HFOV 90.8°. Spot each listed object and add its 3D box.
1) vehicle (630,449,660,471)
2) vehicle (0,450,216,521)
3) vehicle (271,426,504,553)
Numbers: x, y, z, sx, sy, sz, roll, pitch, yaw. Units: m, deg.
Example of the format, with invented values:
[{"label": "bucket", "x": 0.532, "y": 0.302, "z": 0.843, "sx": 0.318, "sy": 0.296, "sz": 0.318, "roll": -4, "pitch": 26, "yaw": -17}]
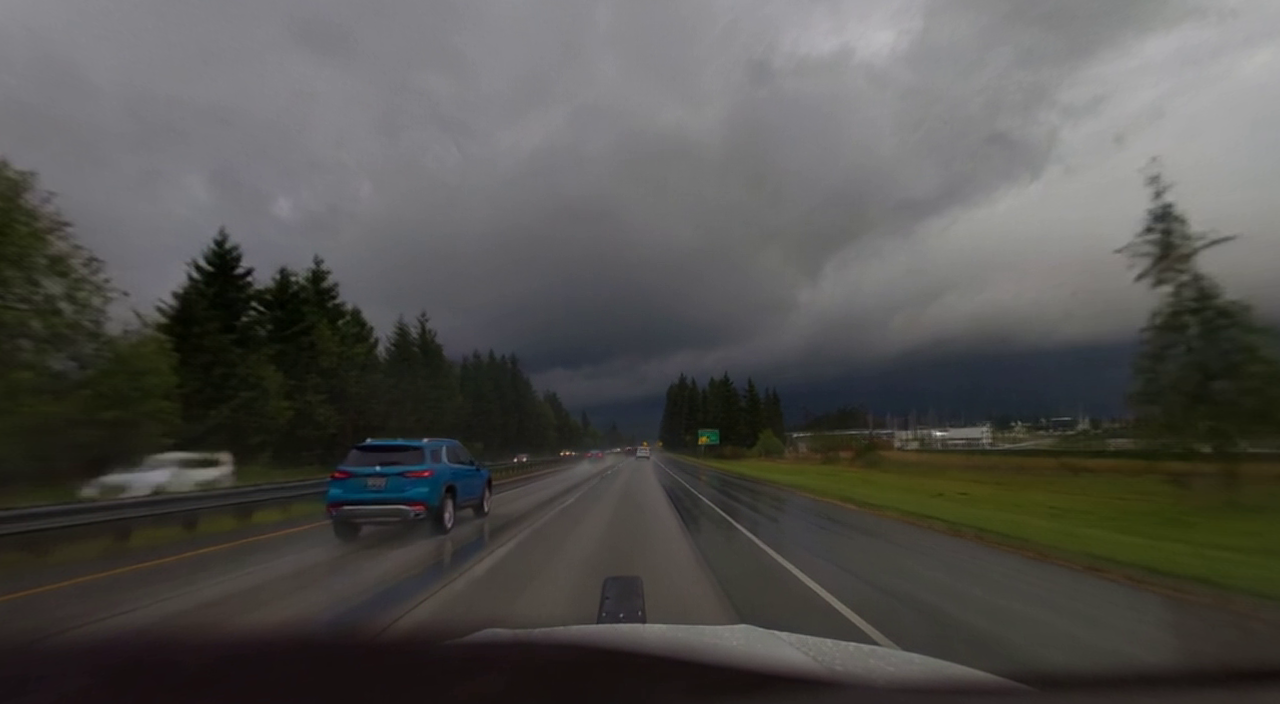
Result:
[{"label": "vehicle", "x": 0.301, "y": 7.729, "z": 45.216, "sx": 2.046, "sy": 1.452, "sz": 4.407, "roll": 0, "pitch": -9, "yaw": 0}, {"label": "vehicle", "x": -12.585, "y": 3.128, "z": 15.291, "sx": 1.888, "sy": 1.459, "sz": 3.843, "roll": 0, "pitch": -9, "yaw": 0}, {"label": "vehicle", "x": -3.814, "y": 2.140, "z": 10.534, "sx": 2.100, "sy": 1.667, "sz": 4.223, "roll": 0, "pitch": -9, "yaw": 0}]
